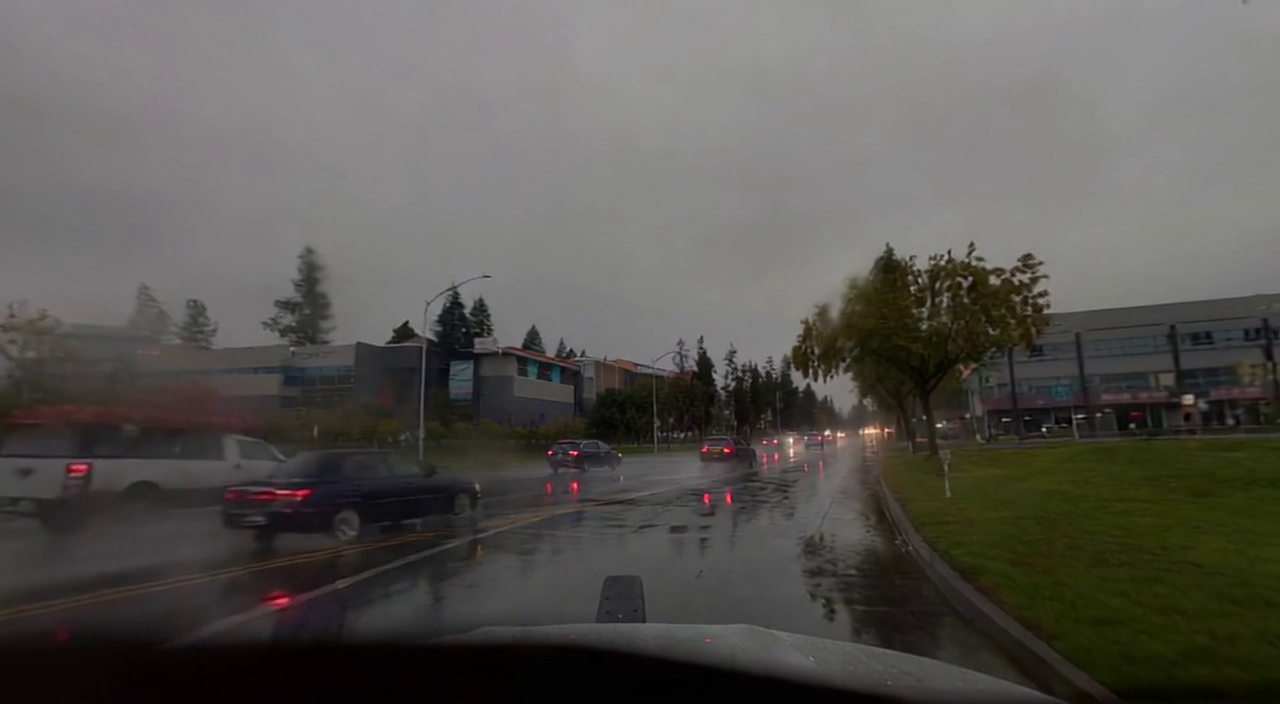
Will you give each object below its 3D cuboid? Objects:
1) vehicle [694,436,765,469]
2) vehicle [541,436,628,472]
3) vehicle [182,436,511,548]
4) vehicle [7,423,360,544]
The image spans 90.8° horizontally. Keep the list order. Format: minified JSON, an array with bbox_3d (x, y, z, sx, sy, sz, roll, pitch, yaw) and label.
[{"bbox_3d":[4.525,5.028,31.470,1.984,1.482,4.482,-5,-11,29],"label":"vehicle"},{"bbox_3d":[-2.964,5.613,34.714,2.506,1.718,4.822,-7,-11,27],"label":"vehicle"},{"bbox_3d":[-4.684,2.273,10.965,2.056,1.442,4.725,-4,-10,31],"label":"vehicle"},{"bbox_3d":[-7.835,2.314,11.519,2.050,1.695,4.677,-6,-11,26],"label":"vehicle"}]
